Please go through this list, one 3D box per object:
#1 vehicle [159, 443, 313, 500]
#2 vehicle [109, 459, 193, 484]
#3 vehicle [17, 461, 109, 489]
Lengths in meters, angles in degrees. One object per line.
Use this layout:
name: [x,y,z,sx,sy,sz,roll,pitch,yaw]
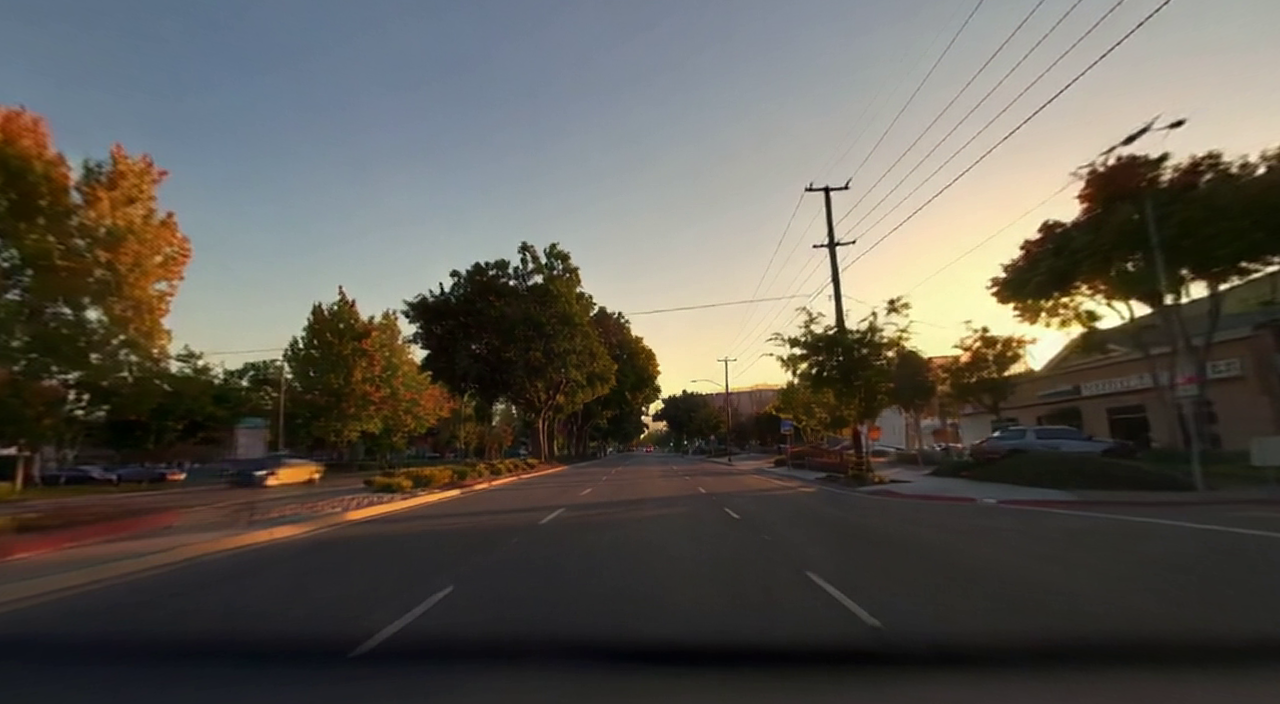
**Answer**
vehicle: [-12.230,3.613,19.496,1.882,1.541,4.280,0,-9,0]
vehicle: [-31.818,7.764,41.183,1.876,1.470,4.706,1,-9,-2]
vehicle: [-37.211,7.928,40.803,1.796,1.451,4.459,-4,-8,0]
